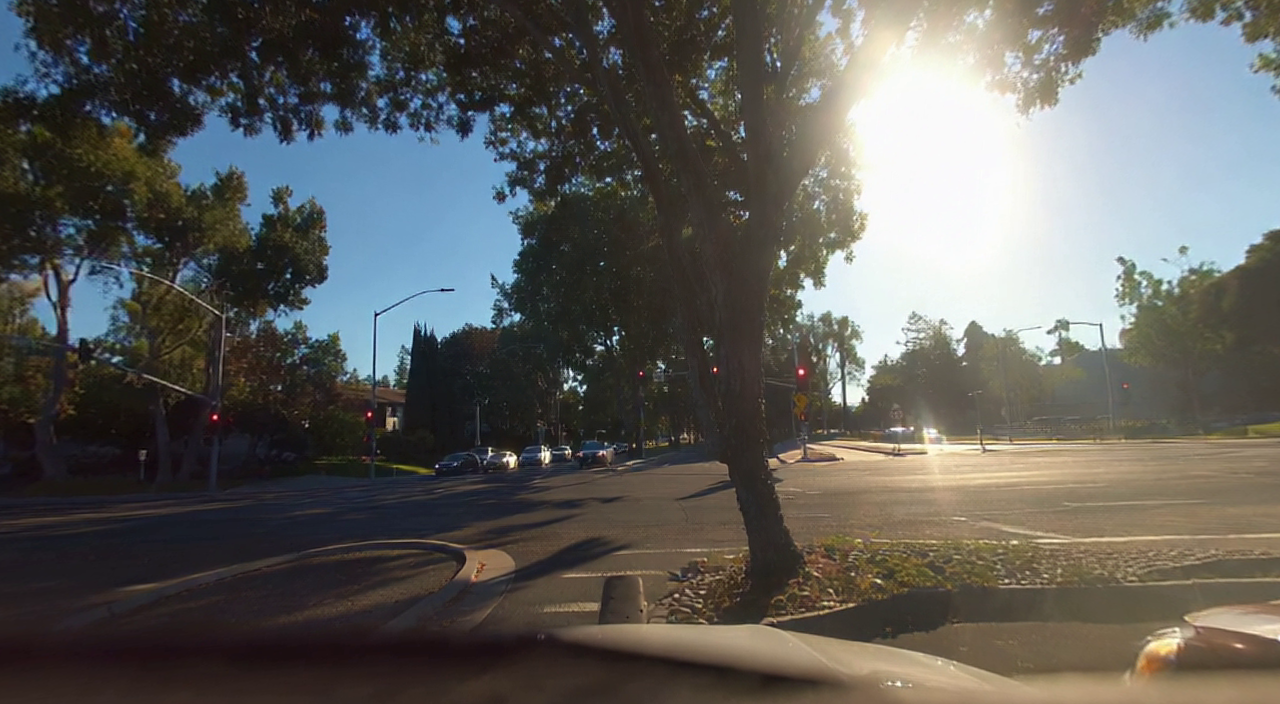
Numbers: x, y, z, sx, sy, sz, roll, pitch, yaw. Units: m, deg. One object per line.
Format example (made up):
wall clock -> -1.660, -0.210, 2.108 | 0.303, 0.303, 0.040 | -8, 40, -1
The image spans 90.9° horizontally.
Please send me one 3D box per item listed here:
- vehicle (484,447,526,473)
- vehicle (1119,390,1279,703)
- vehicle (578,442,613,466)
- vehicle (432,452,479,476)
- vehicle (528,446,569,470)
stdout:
vehicle -> -9.770, 7.837, 45.937 | 2.064, 1.725, 4.243 | 0, -9, 1
vehicle -> 3.060, 0.614, 0.422 | 1.978, 1.468, 4.544 | 0, -9, 1
vehicle -> -3.429, 8.000, 49.529 | 2.215, 1.732, 4.684 | -1, -9, 3
vehicle -> -13.386, 8.115, 45.985 | 2.101, 1.637, 4.304 | 0, -9, 1
vehicle -> -6.535, 7.608, 45.495 | 2.126, 1.657, 4.307 | -1, -9, 2
